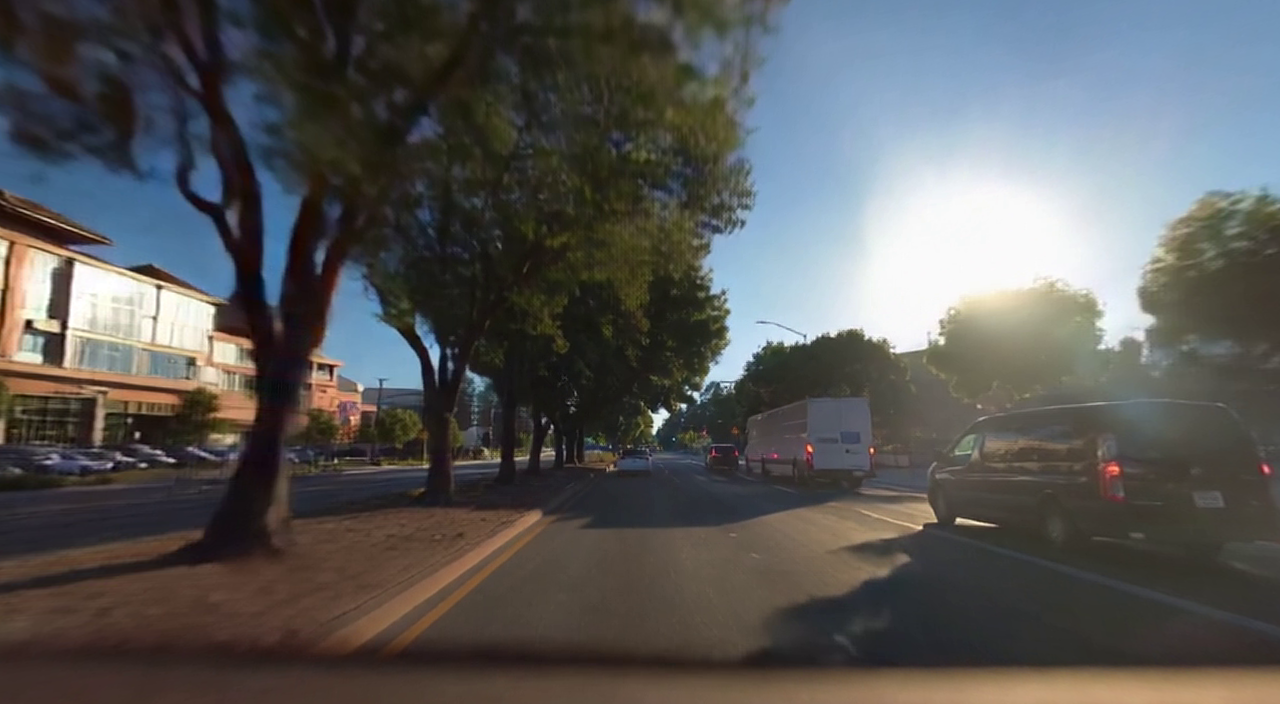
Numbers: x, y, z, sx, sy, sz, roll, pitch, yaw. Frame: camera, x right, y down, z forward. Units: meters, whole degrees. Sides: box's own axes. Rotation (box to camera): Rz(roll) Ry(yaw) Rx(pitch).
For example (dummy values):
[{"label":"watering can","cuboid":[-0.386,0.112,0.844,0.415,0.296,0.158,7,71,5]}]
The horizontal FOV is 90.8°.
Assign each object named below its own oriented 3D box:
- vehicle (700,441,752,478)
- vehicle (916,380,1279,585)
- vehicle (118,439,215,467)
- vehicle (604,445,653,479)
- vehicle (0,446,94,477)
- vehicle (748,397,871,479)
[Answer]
[{"label":"vehicle","cuboid":[4.193,5.300,31.456,2.047,1.711,4.265,0,-9,1]},{"label":"vehicle","cuboid":[6.727,1.772,9.439,2.573,2.127,5.568,0,-9,-1]},{"label":"vehicle","cuboid":[-29.499,6.315,39.447,4.377,1.665,2.129,0,-8,3]},{"label":"vehicle","cuboid":[-0.516,5.078,29.353,2.095,1.456,3.873,0,-9,-1]},{"label":"vehicle","cuboid":[-30.037,5.362,31.100,4.345,1.452,2.087,0,-9,-1]},{"label":"vehicle","cuboid":[9.988,5.600,40.353,2.960,4.109,16.764,0,-9,-1]}]
